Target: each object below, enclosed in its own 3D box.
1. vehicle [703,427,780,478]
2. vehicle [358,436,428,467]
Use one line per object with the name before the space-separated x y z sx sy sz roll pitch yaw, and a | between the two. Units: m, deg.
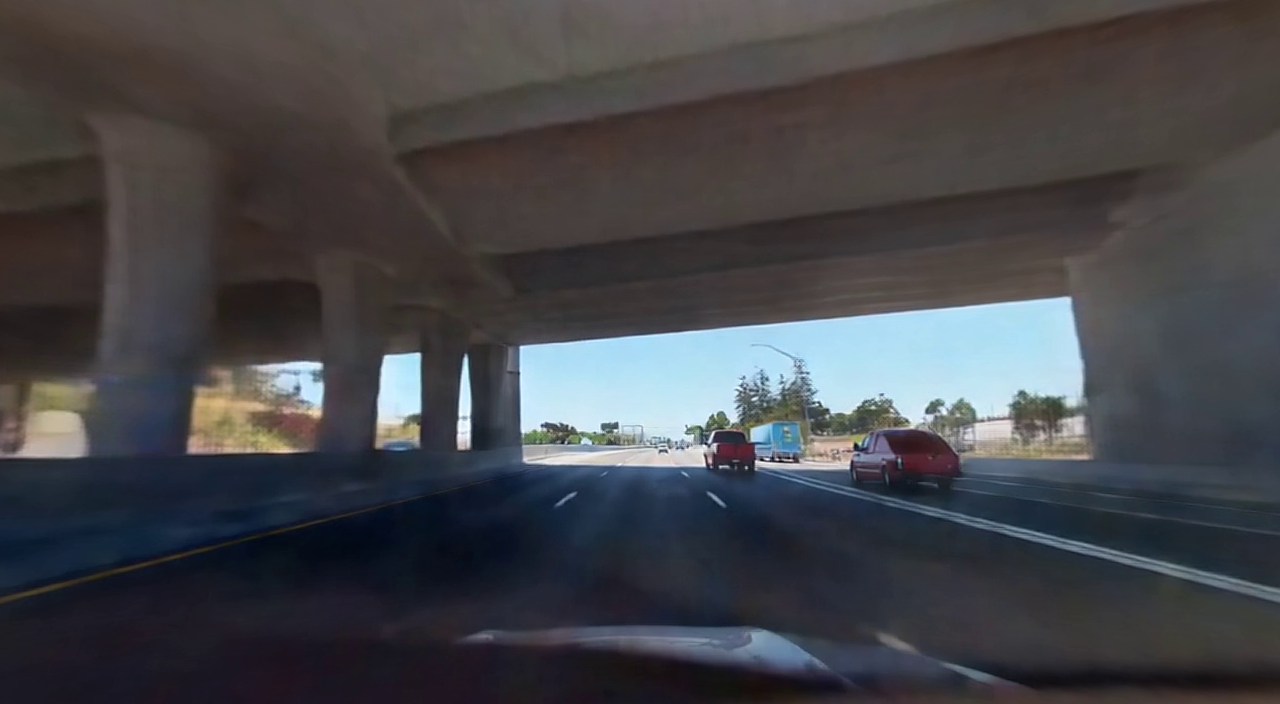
vehicle | 4.386 4.500 28.372 2.505 2.020 5.532 0 -9 0
vehicle | -14.768 5.993 38.043 2.079 1.715 4.875 0 -9 2
